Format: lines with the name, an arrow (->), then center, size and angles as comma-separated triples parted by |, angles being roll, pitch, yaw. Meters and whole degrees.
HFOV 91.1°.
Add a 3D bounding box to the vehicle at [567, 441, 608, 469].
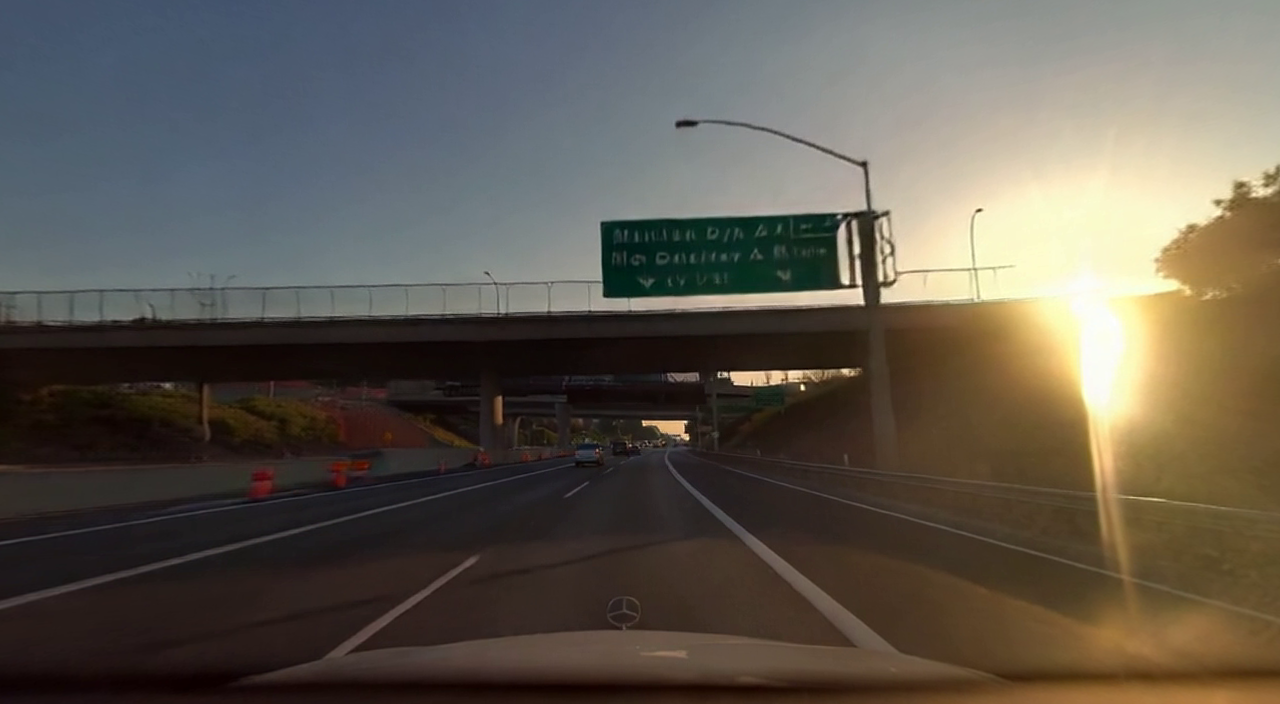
vehicle -> -3.102, 6.223, 38.090 | 2.078, 1.629, 4.059 | 0, -8, 1
